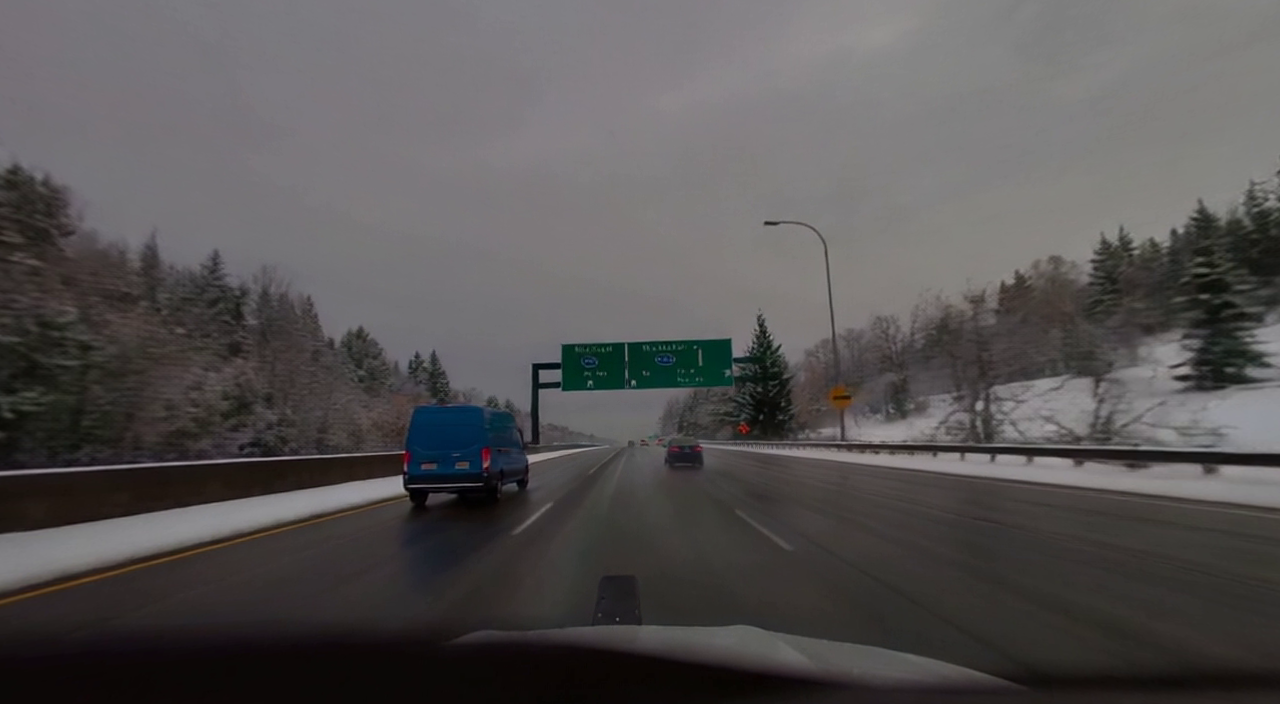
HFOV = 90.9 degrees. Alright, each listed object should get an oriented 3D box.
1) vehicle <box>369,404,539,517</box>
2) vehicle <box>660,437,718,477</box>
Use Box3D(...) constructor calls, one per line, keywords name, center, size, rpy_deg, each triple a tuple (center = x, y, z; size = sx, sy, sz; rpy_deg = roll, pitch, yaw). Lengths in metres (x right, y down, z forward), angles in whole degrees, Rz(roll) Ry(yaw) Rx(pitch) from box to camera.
Box3D(name="vehicle", center=(-3.790, 2.313, 14.060), size=(2.275, 2.053, 5.082), rpy_deg=(0, -8, -1))
Box3D(name="vehicle", center=(1.878, 4.175, 25.374), size=(2.020, 1.464, 3.803), rpy_deg=(0, -8, 0))
